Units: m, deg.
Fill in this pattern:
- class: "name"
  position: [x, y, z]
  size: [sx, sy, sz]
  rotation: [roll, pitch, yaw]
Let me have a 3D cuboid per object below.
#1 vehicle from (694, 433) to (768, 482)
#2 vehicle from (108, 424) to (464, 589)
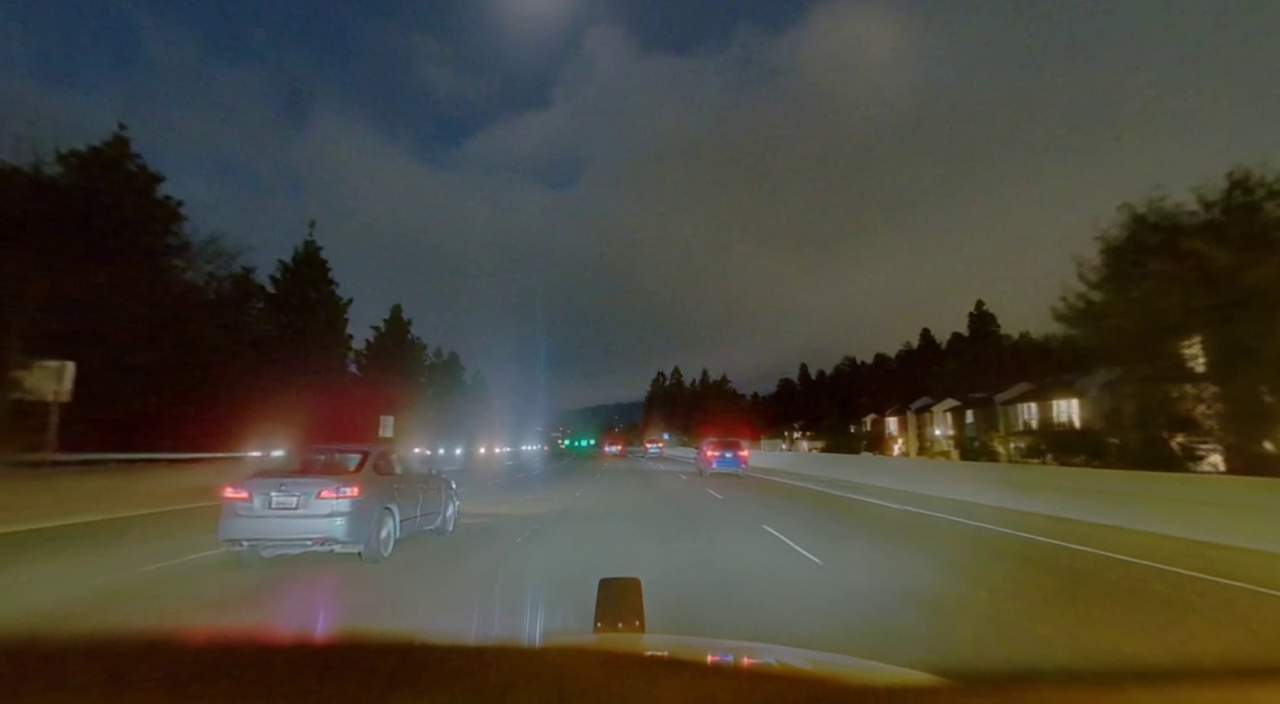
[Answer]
- class: "vehicle"
  position: [3.369, 4.036, 24.284]
  size: [2.092, 1.686, 4.188]
  rotation: [0, -9, -2]
- class: "vehicle"
  position: [-3.927, 1.775, 8.139]
  size: [2.036, 1.528, 4.400]
  rotation: [0, -9, 0]
